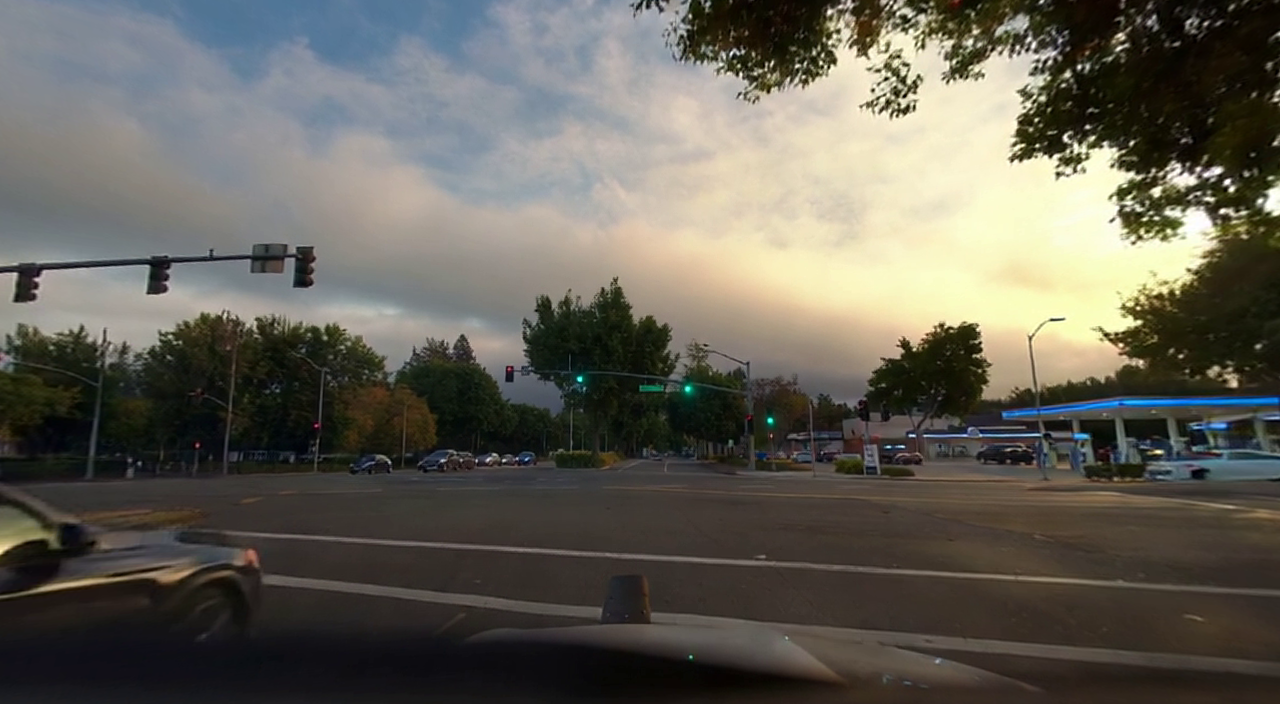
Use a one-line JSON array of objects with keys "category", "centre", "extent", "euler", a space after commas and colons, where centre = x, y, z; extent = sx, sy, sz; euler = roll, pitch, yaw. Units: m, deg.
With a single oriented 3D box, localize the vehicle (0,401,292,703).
[{"category": "vehicle", "centre": [-3.032, 0.795, 1.235], "extent": [2.041, 1.483, 4.533], "euler": [0, -9, 1]}]
